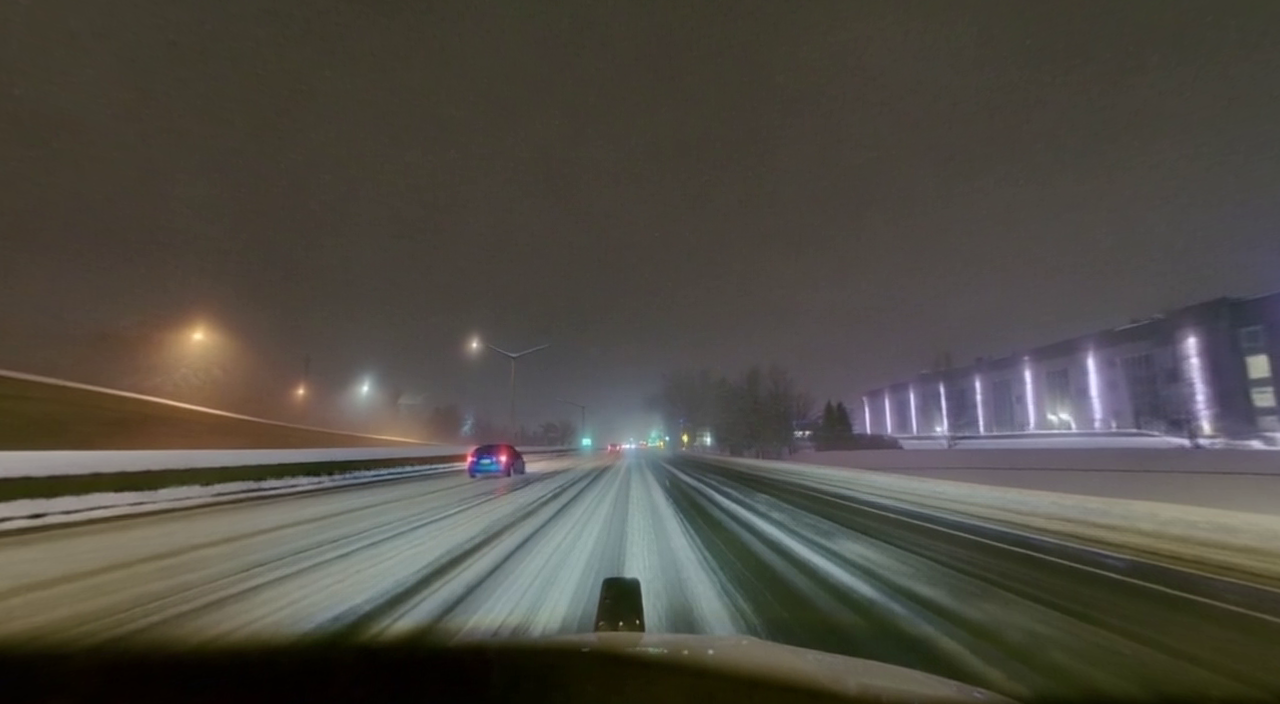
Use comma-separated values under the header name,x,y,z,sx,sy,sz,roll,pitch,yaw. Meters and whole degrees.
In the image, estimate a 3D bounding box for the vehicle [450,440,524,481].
name,x,y,z,sx,sy,sz,roll,pitch,yaw
vehicle,-6.198,4.448,26.149,1.990,1.529,4.288,0,-8,0
